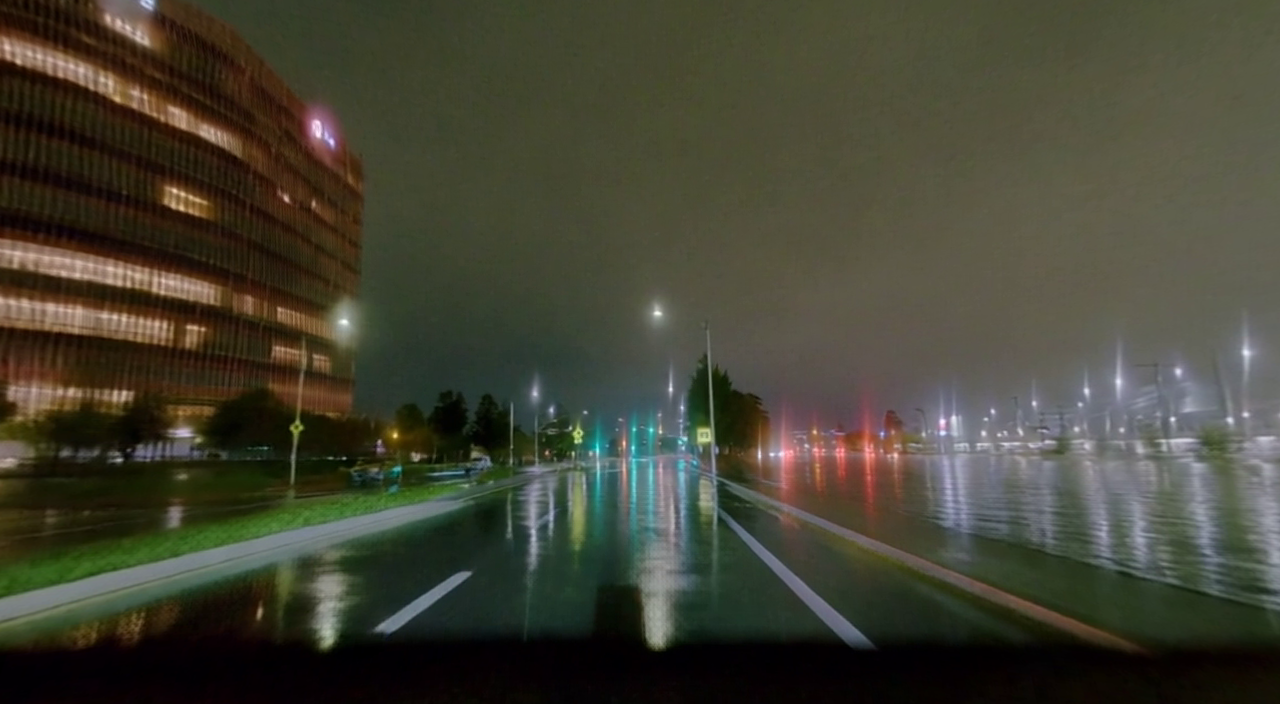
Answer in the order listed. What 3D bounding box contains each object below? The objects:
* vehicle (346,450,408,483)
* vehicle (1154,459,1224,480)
[{"bbox_3d":[-18.240,7.934,43.947,2.047,1.914,5.061,-3,-7,2],"label":"vehicle"},{"bbox_3d":[42.573,9.098,48.937,1.717,1.459,4.256,0,-9,3],"label":"vehicle"}]
